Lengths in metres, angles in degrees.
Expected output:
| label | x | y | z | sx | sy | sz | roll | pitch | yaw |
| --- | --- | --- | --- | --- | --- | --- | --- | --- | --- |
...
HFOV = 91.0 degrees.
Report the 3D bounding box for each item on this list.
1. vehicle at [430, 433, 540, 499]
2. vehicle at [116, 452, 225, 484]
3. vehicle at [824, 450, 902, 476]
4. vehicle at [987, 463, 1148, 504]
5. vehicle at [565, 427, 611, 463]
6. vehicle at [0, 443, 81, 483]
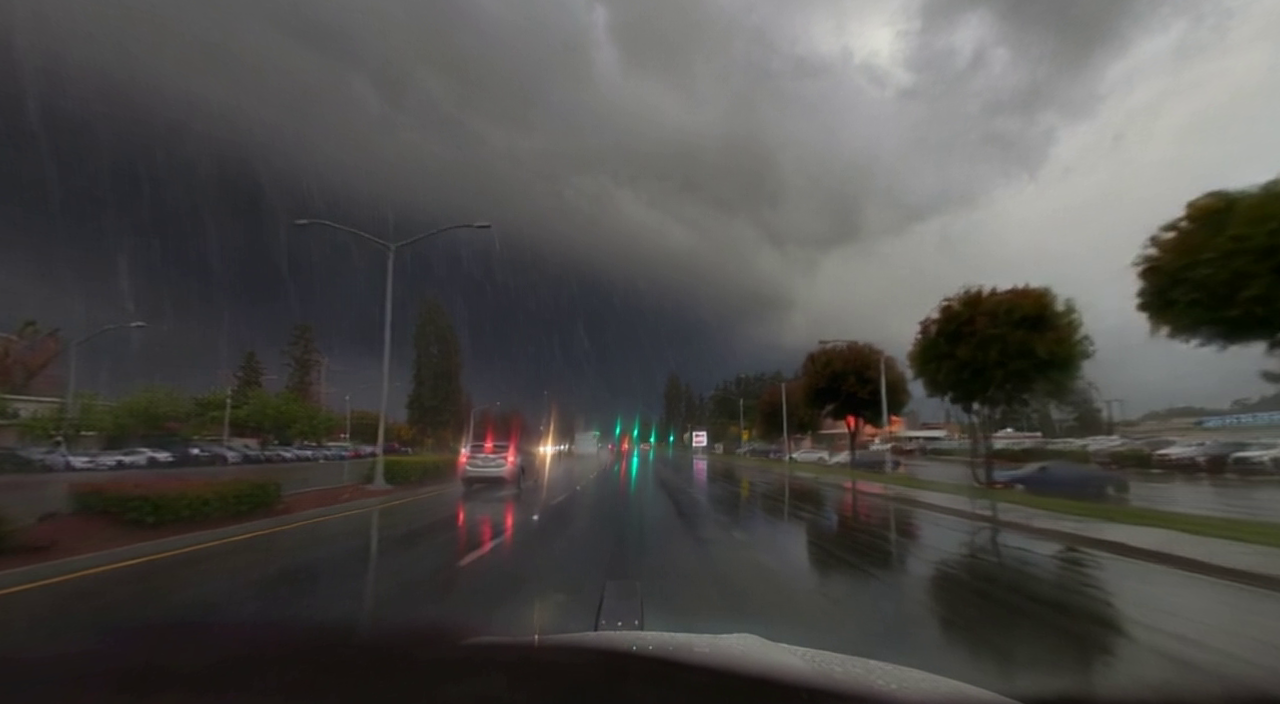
| label | x | y | z | sx | sy | sz | roll | pitch | yaw |
| --- | --- | --- | --- | --- | --- | --- | --- | --- | --- |
| vehicle | -4.309 | 3.241 | 18.316 | 2.109 | 1.672 | 4.256 | 0 | -9 | 0 |
| vehicle | -22.999 | 5.667 | 31.100 | 1.885 | 1.428 | 4.638 | 0 | -9 | -1 |
| vehicle | 16.752 | 8.335 | 47.480 | 5.041 | 1.803 | 2.182 | -1 | -9 | 1 |
| vehicle | 16.487 | 5.080 | 24.483 | 4.723 | 1.466 | 2.085 | 0 | -9 | -1 |
| vehicle | -3.828 | 7.087 | 47.835 | 2.917 | 2.524 | 6.990 | 0 | -9 | 0 |
| vehicle | -28.609 | 5.017 | 28.732 | 1.946 | 1.711 | 4.518 | 0 | -9 | 0 |
